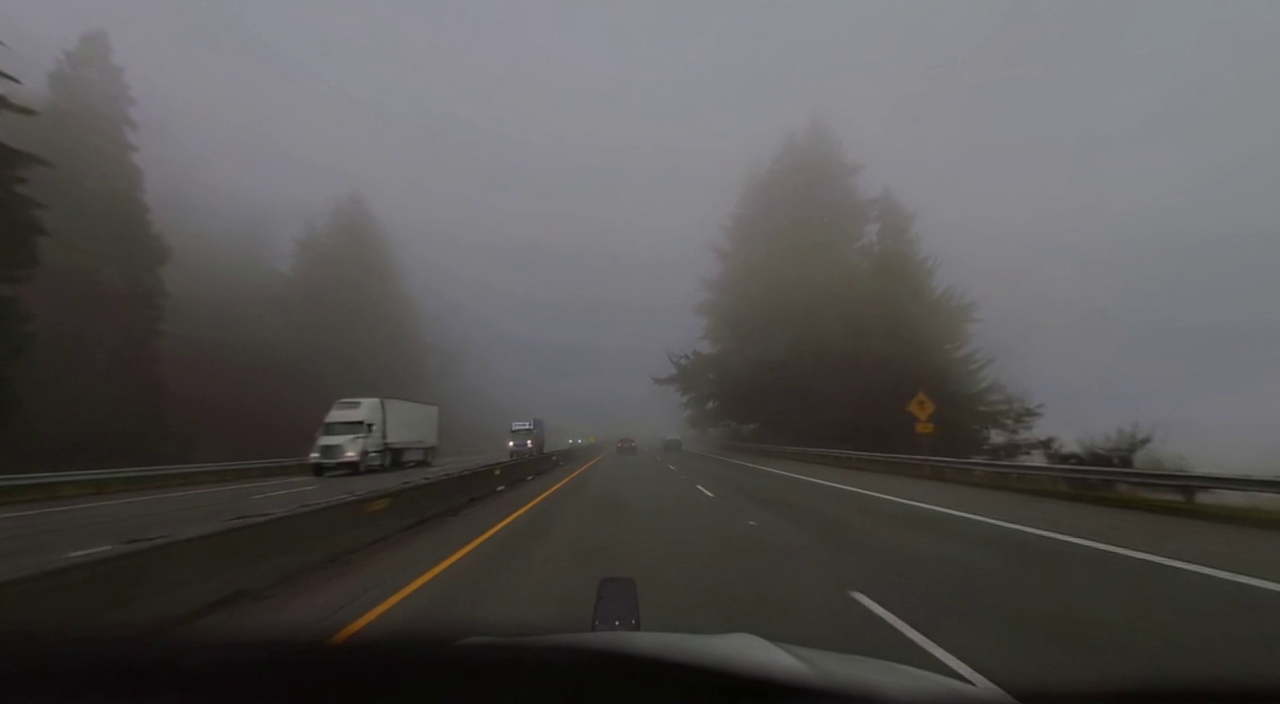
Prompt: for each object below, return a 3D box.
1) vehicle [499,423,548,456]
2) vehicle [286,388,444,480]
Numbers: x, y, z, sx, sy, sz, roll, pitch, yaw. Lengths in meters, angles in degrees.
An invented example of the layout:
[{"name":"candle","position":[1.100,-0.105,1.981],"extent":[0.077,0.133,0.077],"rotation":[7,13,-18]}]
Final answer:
[{"name":"vehicle","position":[-8.843,6.706,48.291],"extent":[2.548,2.313,6.373],"rotation":[0,-8,0]},{"name":"vehicle","position":[-12.635,3.996,30.477],"extent":[2.957,3.662,10.534],"rotation":[0,-8,-1]}]
